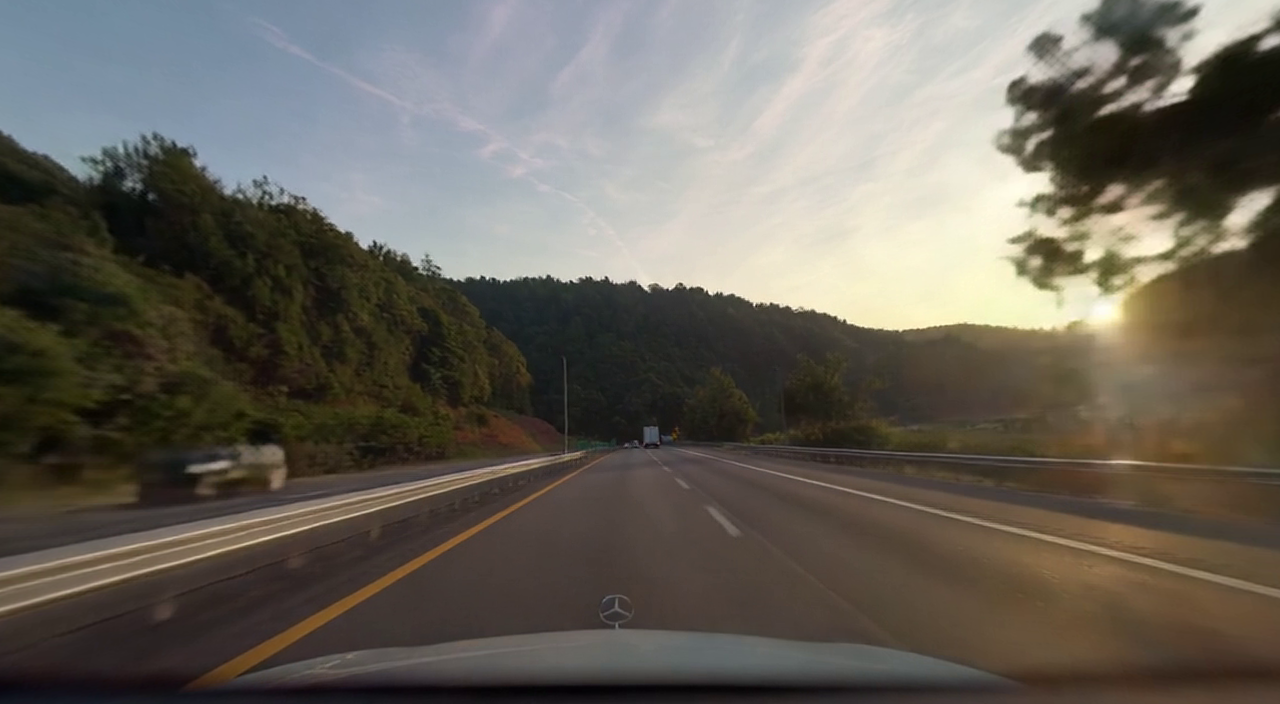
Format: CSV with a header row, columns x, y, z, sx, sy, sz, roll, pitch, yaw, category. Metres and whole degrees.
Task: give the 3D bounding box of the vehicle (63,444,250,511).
x,y,z,sx,sy,sz,roll,pitch,yaw,category
-12.958,3.331,17.277,1.880,1.544,4.154,0,-8,-2,vehicle
